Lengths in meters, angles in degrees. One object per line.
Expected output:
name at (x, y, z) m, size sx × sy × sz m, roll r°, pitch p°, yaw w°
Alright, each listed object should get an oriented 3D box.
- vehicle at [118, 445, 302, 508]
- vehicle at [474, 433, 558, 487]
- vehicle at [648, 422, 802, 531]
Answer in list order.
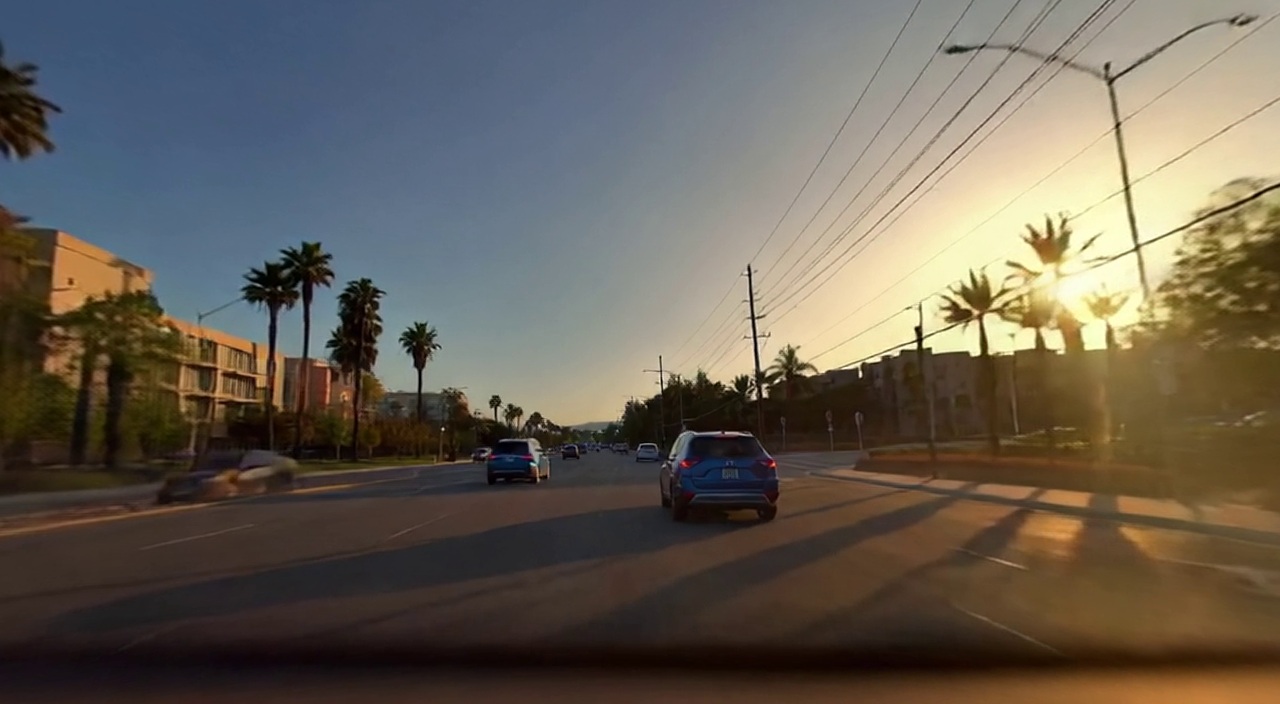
vehicle at (-12.377, 3.582, 18.675) m, size 1.996 × 1.569 × 5.041 m, roll 0°, pitch -9°, yaw -2°
vehicle at (-4.497, 4.026, 23.761) m, size 2.169 × 1.796 × 4.821 m, roll 0°, pitch -9°, yaw 0°
vehicle at (1.388, 2.306, 12.201) m, size 2.198 × 1.706 × 4.166 m, roll 0°, pitch -9°, yaw -3°
